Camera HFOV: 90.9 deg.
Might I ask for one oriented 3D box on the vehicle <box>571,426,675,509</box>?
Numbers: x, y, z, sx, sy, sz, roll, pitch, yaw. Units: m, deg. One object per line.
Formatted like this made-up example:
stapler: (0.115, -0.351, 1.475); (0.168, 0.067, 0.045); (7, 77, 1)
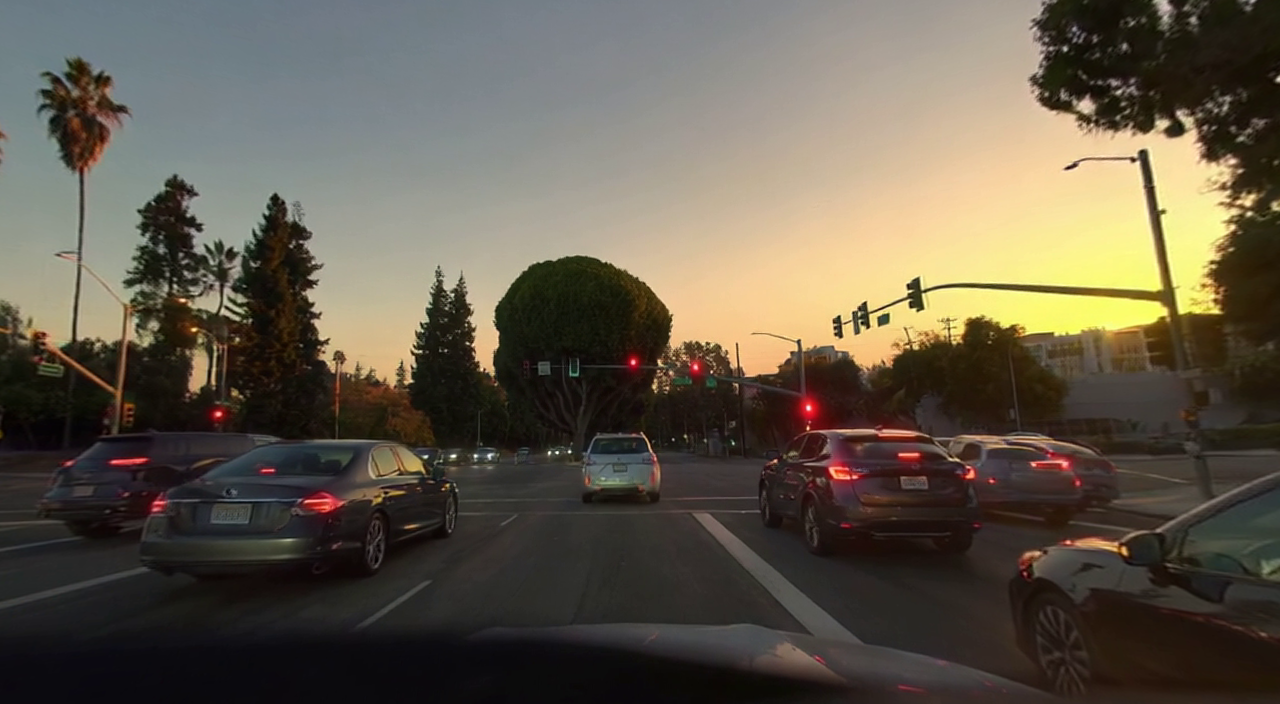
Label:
vehicle: (-0.366, 2.751, 15.467); (2.215, 1.749, 3.976); (0, -8, 0)

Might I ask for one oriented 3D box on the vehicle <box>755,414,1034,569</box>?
vehicle: (3.269, 1.881, 9.342); (2.097, 1.707, 4.461); (0, -8, -2)

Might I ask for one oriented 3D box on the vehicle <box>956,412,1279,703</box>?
vehicle: (3.228, 0.941, 2.193); (1.960, 1.460, 4.233); (0, -8, -1)

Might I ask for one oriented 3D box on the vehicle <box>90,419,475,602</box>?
vehicle: (-3.538, 1.637, 7.462); (1.941, 1.492, 4.399); (0, -8, 1)
